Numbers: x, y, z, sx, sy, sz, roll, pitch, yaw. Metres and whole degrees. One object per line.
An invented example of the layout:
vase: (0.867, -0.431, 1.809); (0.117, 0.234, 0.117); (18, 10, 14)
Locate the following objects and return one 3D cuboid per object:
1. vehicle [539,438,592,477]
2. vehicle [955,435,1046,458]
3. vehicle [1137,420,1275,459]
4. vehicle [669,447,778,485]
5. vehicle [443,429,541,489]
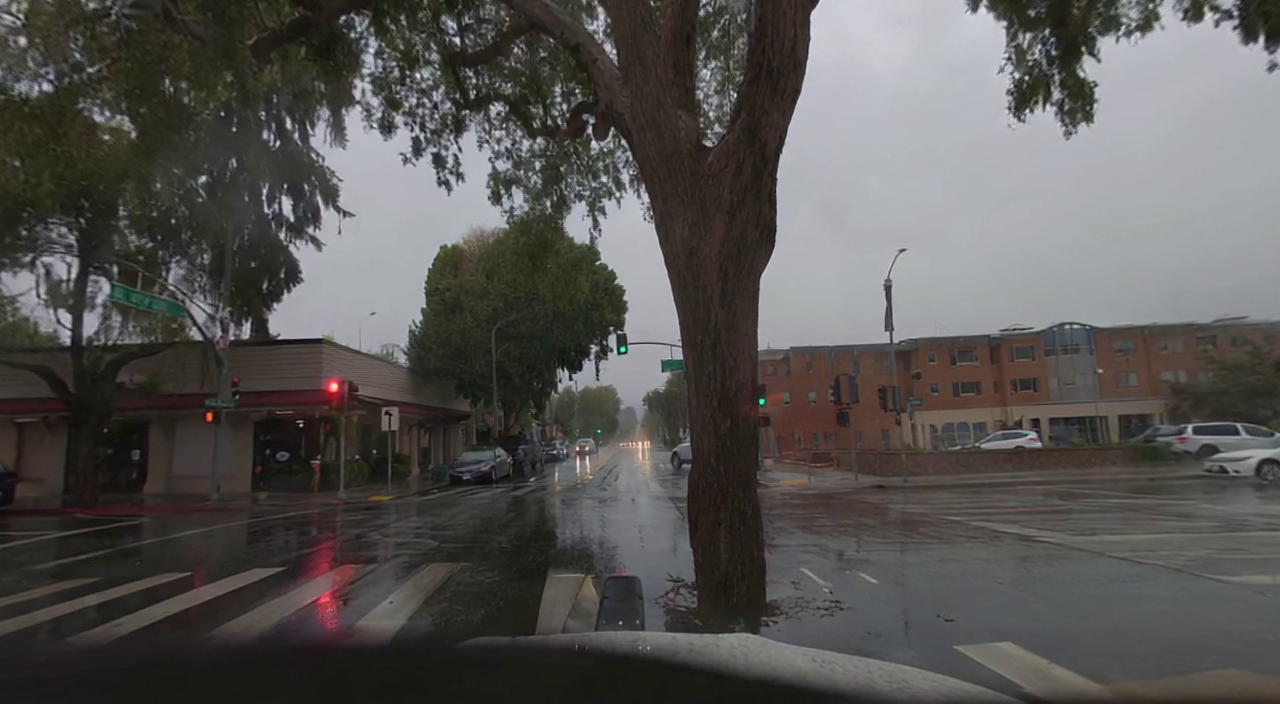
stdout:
vehicle: (-3.645, 5.279, 31.919); (2.120, 1.783, 4.788); (0, -9, 0)
vehicle: (24.969, 6.554, 43.833); (5.172, 1.515, 1.851); (0, -9, -2)
vehicle: (33.263, 5.165, 37.236); (5.969, 2.149, 2.331); (0, -9, -3)
vehicle: (3.505, 4.861, 27.385); (2.056, 1.493, 4.535); (7, -11, -38)
vehicle: (-6.500, 4.836, 28.969); (2.896, 2.339, 7.322); (0, -9, -1)
